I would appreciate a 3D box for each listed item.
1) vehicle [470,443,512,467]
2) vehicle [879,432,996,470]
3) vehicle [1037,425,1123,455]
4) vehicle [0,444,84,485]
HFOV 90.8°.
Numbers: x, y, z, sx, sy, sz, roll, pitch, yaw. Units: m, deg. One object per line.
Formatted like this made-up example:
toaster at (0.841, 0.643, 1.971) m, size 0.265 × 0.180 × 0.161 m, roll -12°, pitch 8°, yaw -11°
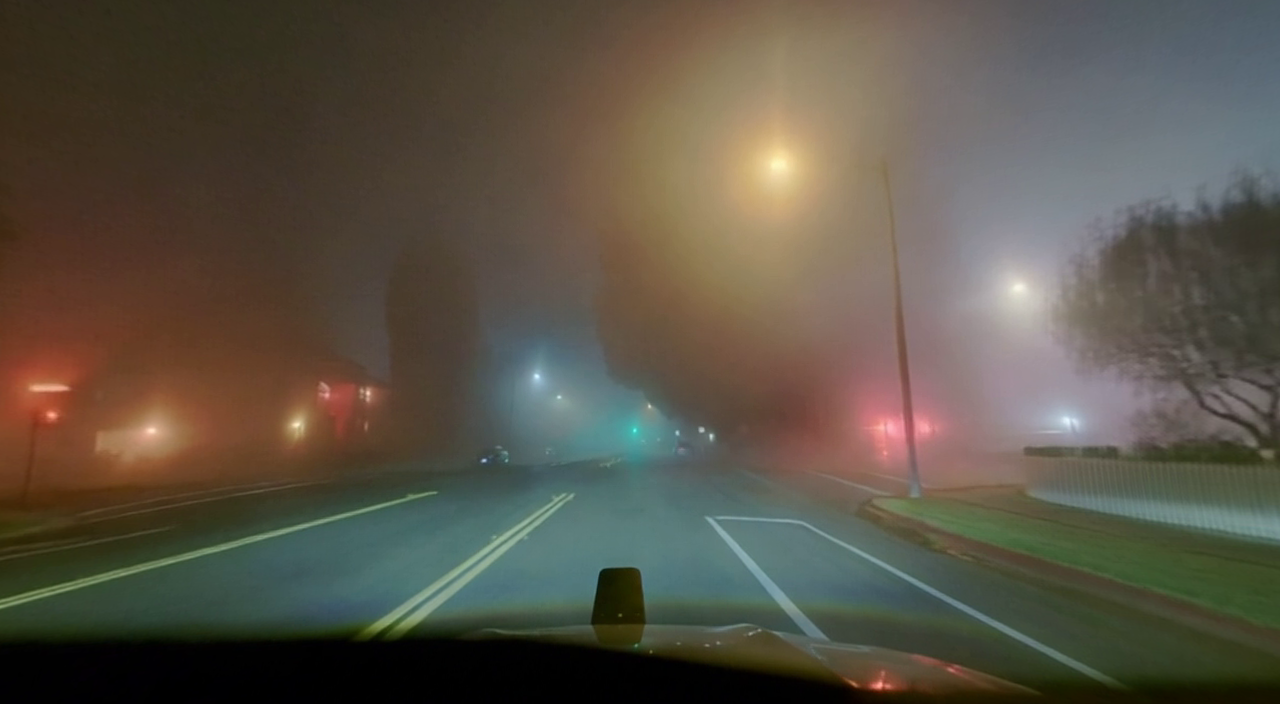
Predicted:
vehicle at (-11.048, 7.646, 47.220) m, size 2.049 × 1.527 × 4.677 m, roll -4°, pitch -8°, yaw -1°
vehicle at (14.308, 4.789, 30.597) m, size 4.635 × 1.706 × 1.954 m, roll 0°, pitch -8°, yaw 2°
vehicle at (26.981, 5.442, 38.915) m, size 2.000 × 1.773 × 4.469 m, roll 0°, pitch -8°, yaw -1°
vehicle at (-30.608, 5.404, 30.675) m, size 5.077 × 1.866 × 2.236 m, roll 0°, pitch -8°, yaw 3°
